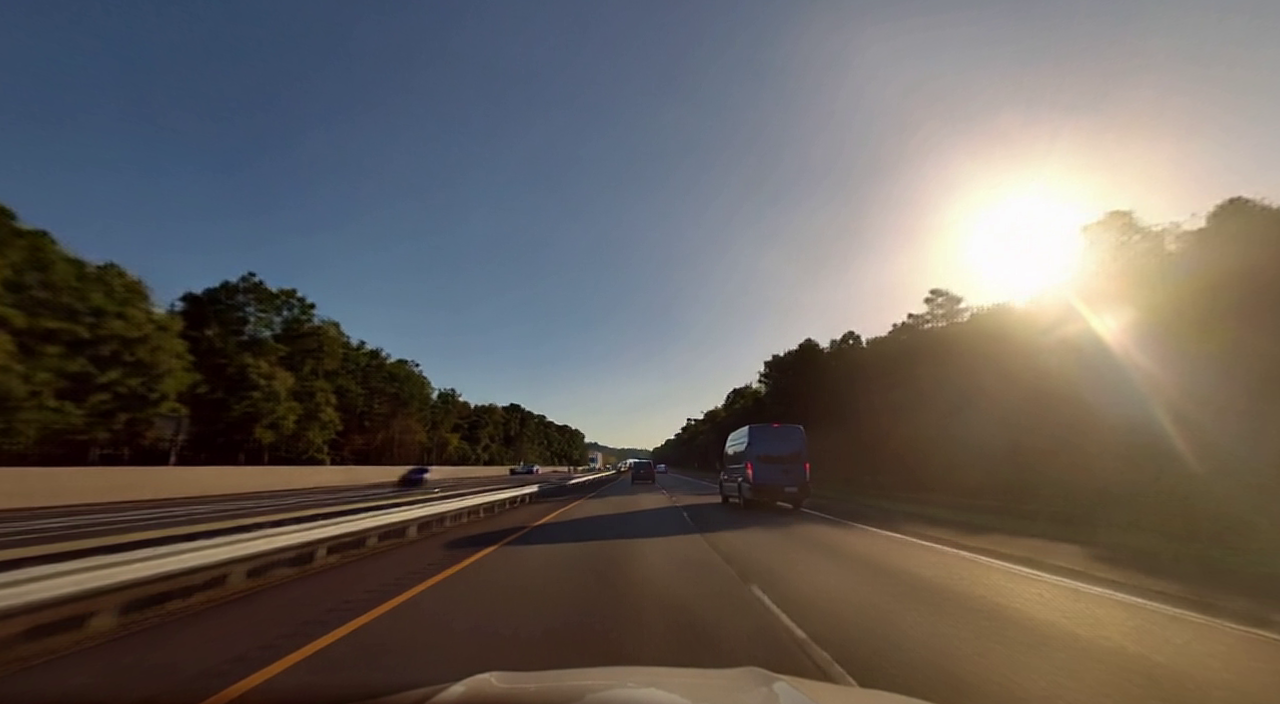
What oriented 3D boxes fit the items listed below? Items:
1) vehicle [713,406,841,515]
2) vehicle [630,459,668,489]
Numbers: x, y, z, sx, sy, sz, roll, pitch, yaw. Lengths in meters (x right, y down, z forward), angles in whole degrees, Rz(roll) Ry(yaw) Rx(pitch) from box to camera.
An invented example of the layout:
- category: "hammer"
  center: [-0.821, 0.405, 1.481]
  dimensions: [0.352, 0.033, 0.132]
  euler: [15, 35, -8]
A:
- category: "vehicle"
  center: [4.194, 3.637, 20.977]
  dimensions: [2.563, 2.975, 6.941]
  euler: [1, -10, -1]
- category: "vehicle"
  center: [0.560, 7.551, 39.151]
  dimensions: [2.212, 1.717, 4.452]
  euler: [0, -10, 1]
